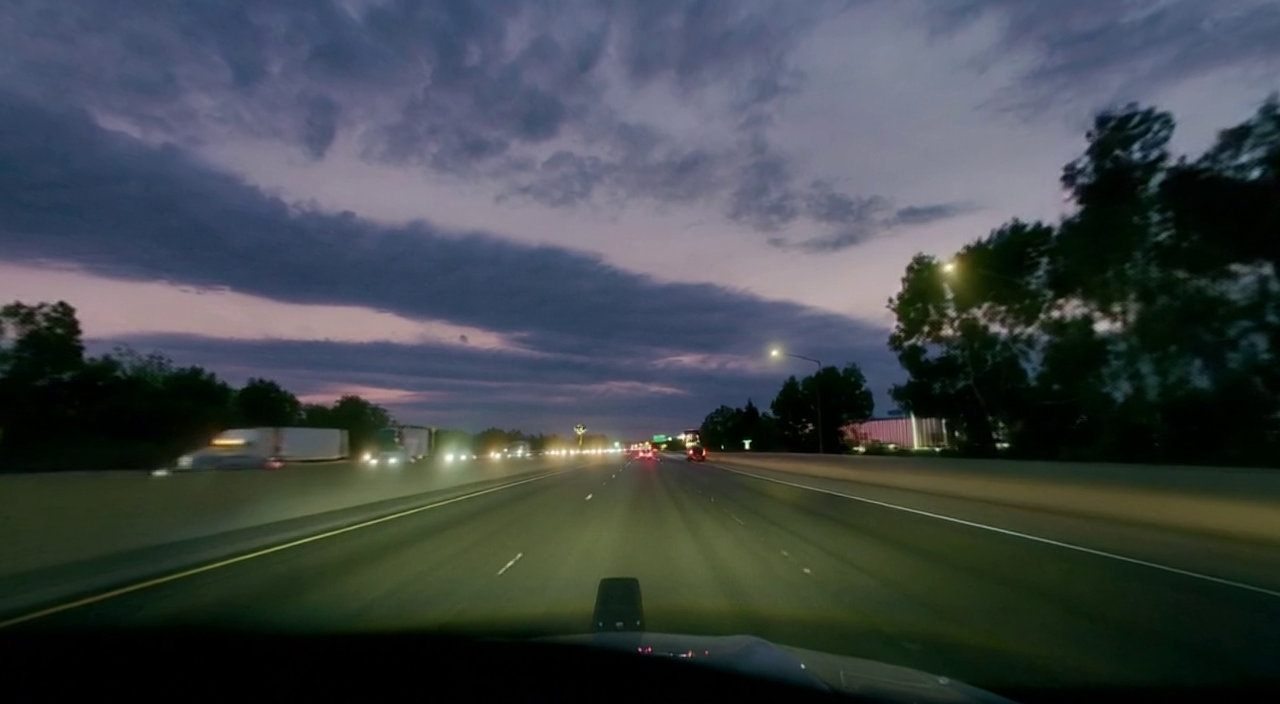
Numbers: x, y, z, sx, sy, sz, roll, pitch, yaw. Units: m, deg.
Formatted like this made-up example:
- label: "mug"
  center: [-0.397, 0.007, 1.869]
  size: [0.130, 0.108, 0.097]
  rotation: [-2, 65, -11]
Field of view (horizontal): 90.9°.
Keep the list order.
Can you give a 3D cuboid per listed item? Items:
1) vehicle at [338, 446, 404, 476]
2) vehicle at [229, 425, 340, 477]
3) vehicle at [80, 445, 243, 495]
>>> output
- label: "vehicle"
  center: [-15.729, 6.392, 37.121]
  size: [1.881, 1.593, 4.370]
  rotation: [0, -9, 1]
- label: "vehicle"
  center: [-19.957, 5.639, 35.837]
  size: [2.556, 2.662, 6.115]
  rotation: [-1, -9, 2]
- label: "vehicle"
  center: [-16.280, 4.028, 21.848]
  size: [1.903, 1.504, 4.720]
  rotation: [-1, -9, 1]
